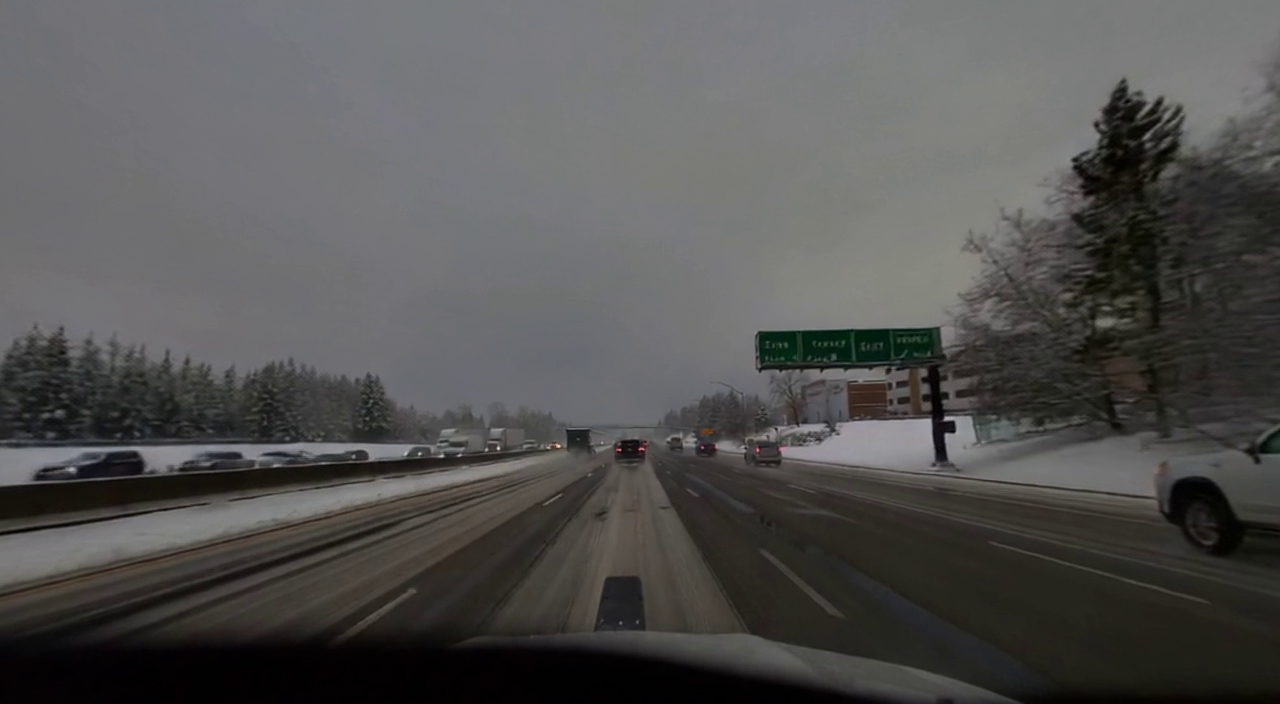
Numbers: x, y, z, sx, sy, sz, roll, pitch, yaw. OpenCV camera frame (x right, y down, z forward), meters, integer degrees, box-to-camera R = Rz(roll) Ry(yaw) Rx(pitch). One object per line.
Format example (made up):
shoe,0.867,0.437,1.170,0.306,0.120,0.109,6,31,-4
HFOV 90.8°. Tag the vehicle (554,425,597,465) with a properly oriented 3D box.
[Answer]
vehicle,-4.448,6.543,44.547,2.398,2.593,5.808,0,-9,0

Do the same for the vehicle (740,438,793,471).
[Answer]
vehicle,6.903,5.651,35.039,1.944,1.666,4.184,0,-9,-2

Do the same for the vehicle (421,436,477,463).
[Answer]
vehicle,-14.111,7.251,47.020,2.361,1.835,5.770,0,-9,0

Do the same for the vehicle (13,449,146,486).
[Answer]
vehicle,-25.357,5.201,28.845,1.915,1.502,4.535,0,-9,-1

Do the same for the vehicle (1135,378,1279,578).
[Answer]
vehicle,7.368,1.136,5.515,2.077,1.955,4.817,0,-9,-1

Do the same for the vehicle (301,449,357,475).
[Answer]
vehicle,-17.667,6.232,36.015,1.469,1.355,3.317,0,-9,-1

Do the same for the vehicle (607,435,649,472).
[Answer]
vehicle,-0.581,5.189,32.479,2.002,1.759,4.658,0,-9,0

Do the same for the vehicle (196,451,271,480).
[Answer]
vehicle,-21.281,5.923,33.188,1.691,1.389,3.359,0,-9,0
